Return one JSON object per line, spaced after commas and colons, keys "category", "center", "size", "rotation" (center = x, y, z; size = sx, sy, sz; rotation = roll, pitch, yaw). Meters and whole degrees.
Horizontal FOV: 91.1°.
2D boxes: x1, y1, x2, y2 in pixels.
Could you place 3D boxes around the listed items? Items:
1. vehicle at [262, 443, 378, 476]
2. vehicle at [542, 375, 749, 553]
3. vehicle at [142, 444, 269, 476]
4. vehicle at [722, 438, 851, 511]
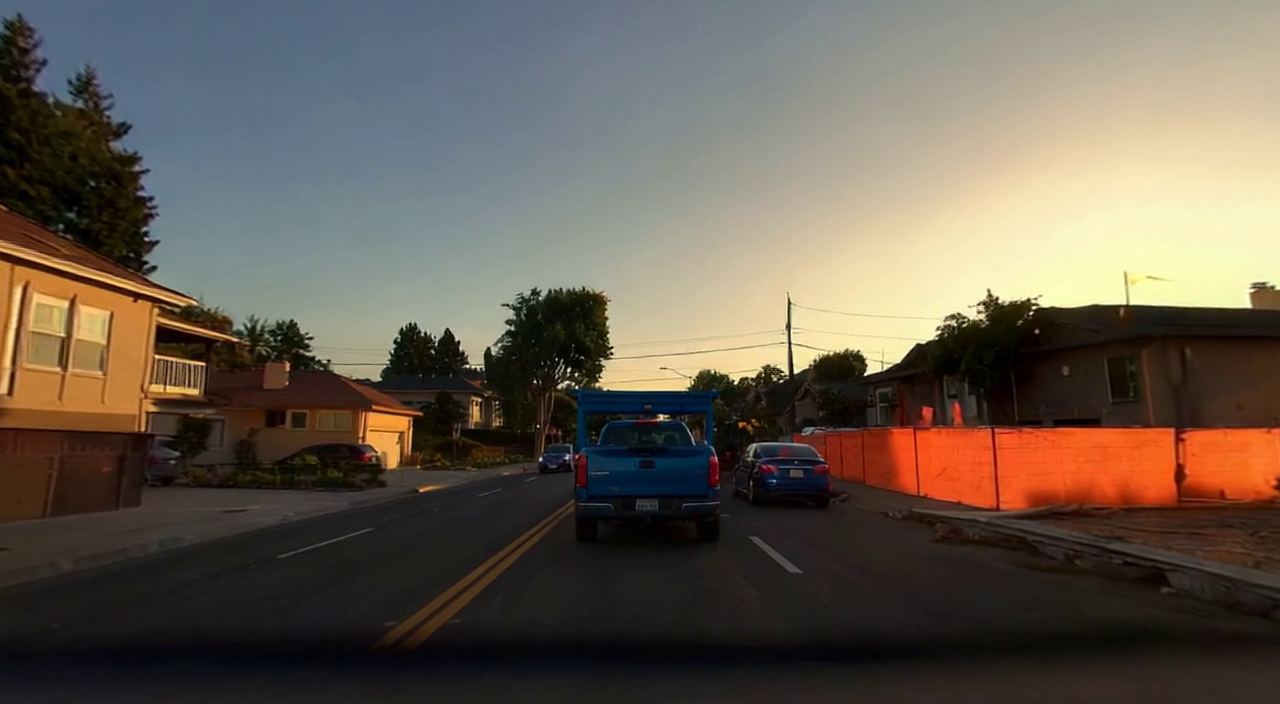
{"category": "vehicle", "center": [-15.157, 5.095, 29.912], "size": [4.490, 1.500, 1.875], "rotation": [0, -8, -2]}
{"category": "vehicle", "center": [0.074, 1.959, 11.639], "size": [2.751, 2.361, 6.347], "rotation": [0, -8, 0]}
{"category": "vehicle", "center": [-20.407, 5.066, 29.587], "size": [4.706, 1.468, 1.817], "rotation": [0, -8, 3]}
{"category": "vehicle", "center": [3.325, 2.881, 15.295], "size": [2.010, 1.499, 4.481], "rotation": [0, -8, -1]}
